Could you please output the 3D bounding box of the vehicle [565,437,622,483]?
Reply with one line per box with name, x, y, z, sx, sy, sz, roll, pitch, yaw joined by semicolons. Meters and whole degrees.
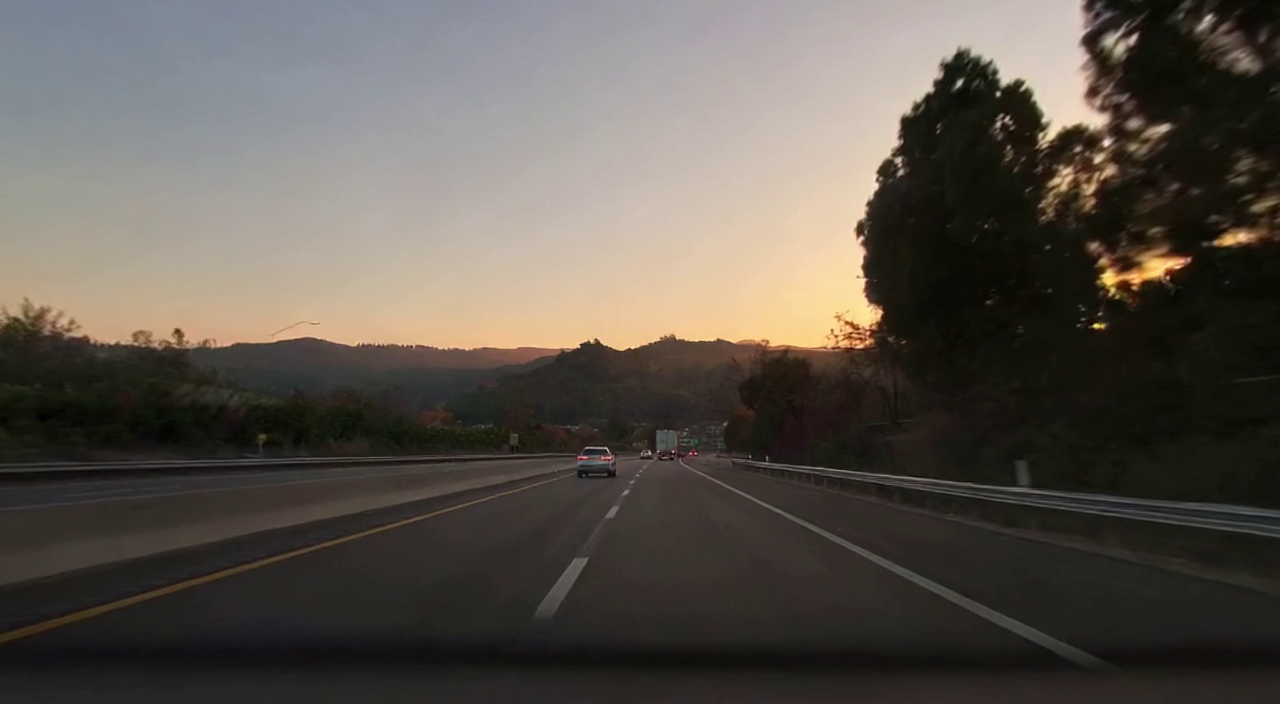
vehicle;-2.168;5.268;30.888;2.271;2.049;4.894;-1;-9;2
